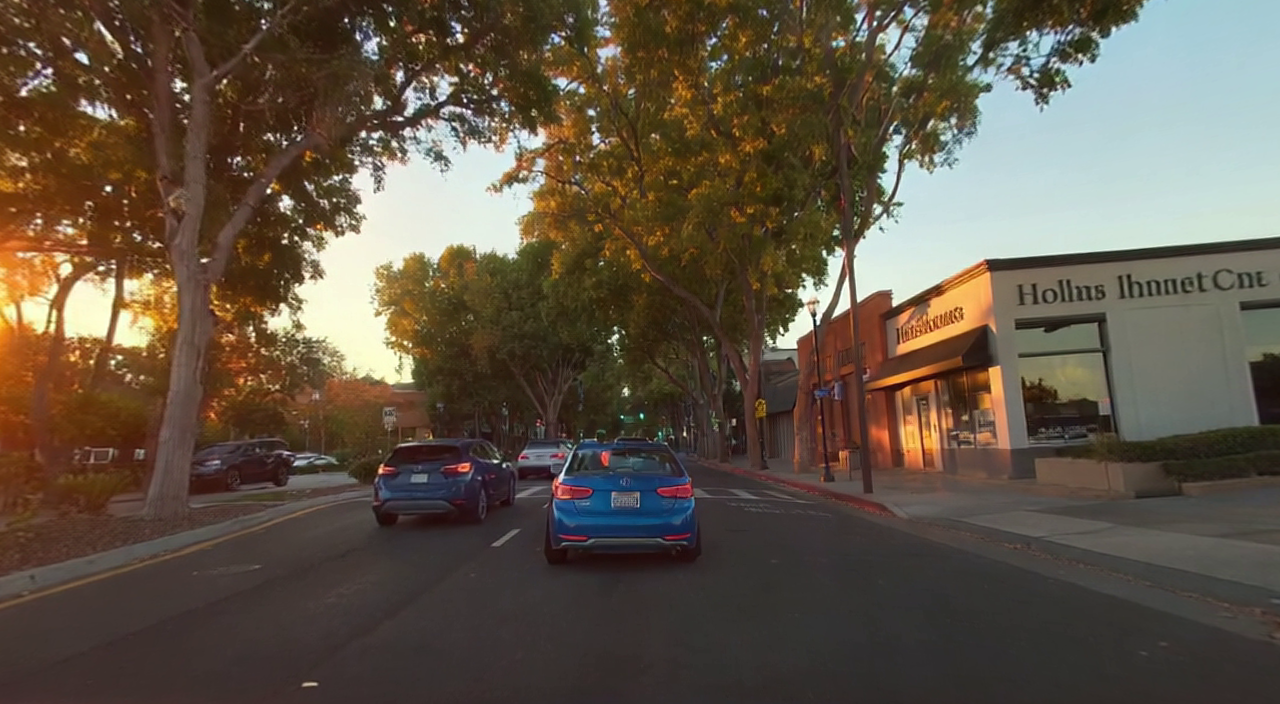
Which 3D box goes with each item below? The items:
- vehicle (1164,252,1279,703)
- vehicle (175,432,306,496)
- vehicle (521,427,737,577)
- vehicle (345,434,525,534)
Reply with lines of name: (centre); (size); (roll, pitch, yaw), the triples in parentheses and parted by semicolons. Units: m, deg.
vehicle: (3.322, 0.372, 0.289); (2.152, 1.987, 4.527); (0, -9, -1)
vehicle: (-19.160, 5.366, 30.736); (2.286, 2.777, 5.926); (-1, -9, 2)
vehicle: (-0.113, 1.814, 8.414); (2.160, 1.482, 4.037); (0, -9, 0)
vehicle: (-3.460, 2.291, 11.542); (1.905, 1.473, 4.016); (0, -9, 0)
